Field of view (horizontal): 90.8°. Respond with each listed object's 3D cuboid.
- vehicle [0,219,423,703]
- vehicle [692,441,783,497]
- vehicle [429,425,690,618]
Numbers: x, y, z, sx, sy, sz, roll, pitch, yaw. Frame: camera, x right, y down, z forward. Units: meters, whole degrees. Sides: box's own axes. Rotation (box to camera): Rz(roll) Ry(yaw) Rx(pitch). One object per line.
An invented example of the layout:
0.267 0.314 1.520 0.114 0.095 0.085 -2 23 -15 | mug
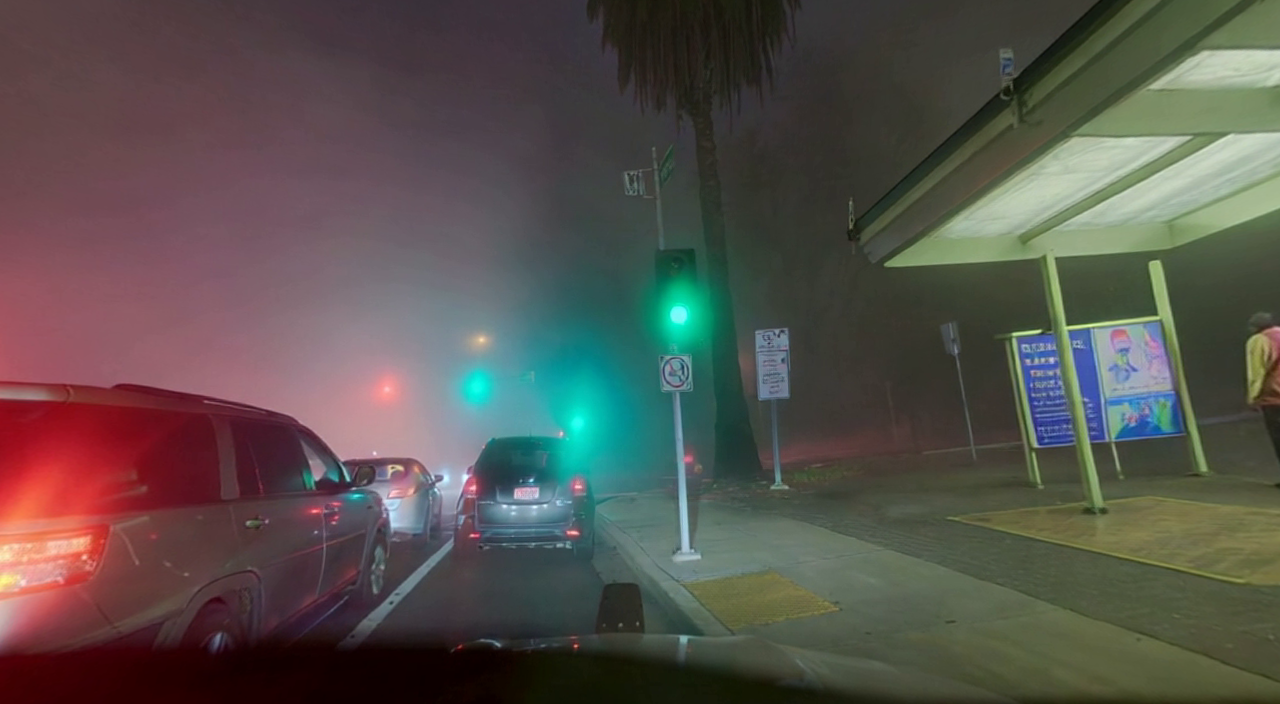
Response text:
-2.761 0.924 3.334 2.098 1.851 4.571 1 -9 -7 | vehicle
4.916 5.926 32.149 3.987 1.636 1.903 12 7 -8 | vehicle
-1.013 1.649 7.218 2.065 1.467 4.289 2 -9 -11 | vehicle
